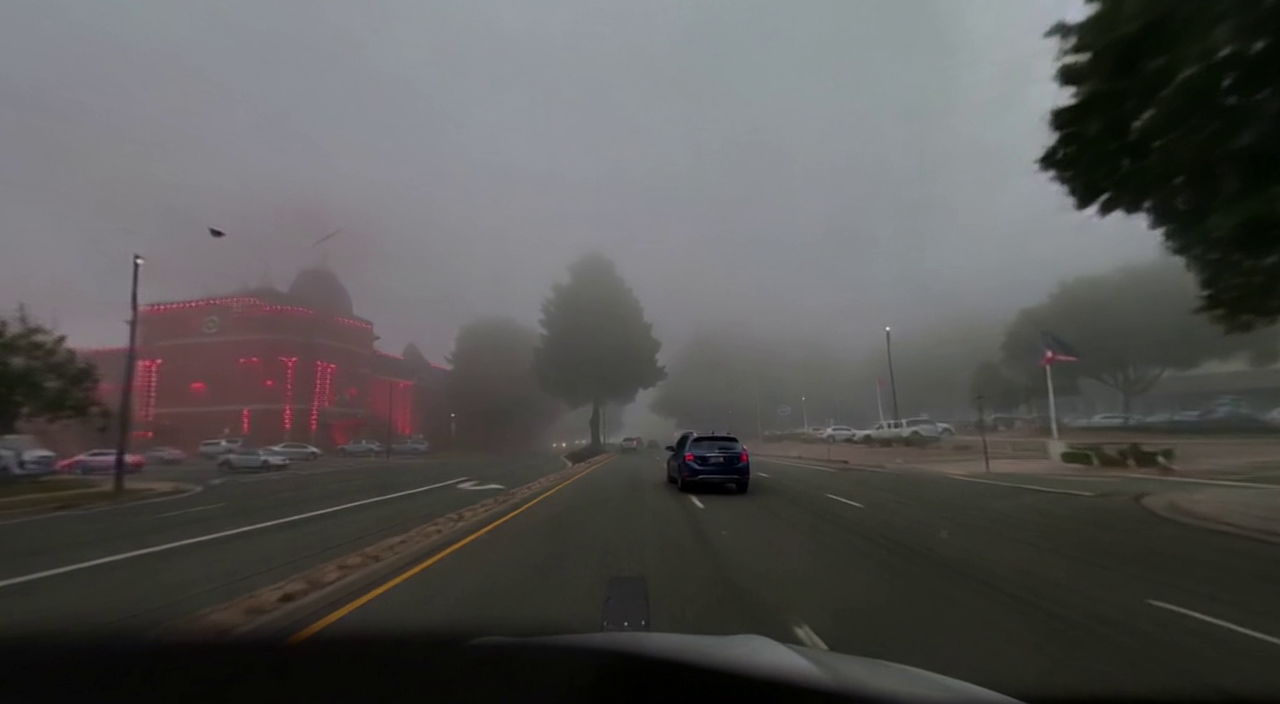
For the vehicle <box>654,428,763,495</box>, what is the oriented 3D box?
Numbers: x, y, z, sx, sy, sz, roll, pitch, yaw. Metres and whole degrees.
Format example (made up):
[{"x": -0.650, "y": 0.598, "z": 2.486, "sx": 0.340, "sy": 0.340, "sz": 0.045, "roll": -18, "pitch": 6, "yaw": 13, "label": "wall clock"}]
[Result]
[{"x": 1.610, "y": 2.816, "z": 16.612, "sx": 2.091, "sy": 1.472, "sz": 4.697, "roll": 0, "pitch": -8, "yaw": -3, "label": "vehicle"}]

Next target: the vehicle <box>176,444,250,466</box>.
[{"x": -33.572, "y": 8.068, "z": 49.638, "sx": 4.214, "sy": 1.609, "sz": 2.092, "roll": 0, "pitch": -8, "yaw": -2, "label": "vehicle"}]

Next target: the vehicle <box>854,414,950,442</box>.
[{"x": 19.563, "y": 5.726, "z": 47.200, "sx": 6.173, "sy": 1.962, "sz": 2.208, "roll": 0, "pitch": -9, "yaw": 0, "label": "vehicle"}]

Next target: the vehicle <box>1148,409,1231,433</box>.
[{"x": 34.135, "y": 4.350, "z": 39.324, "sx": 1.882, "sy": 1.392, "sz": 4.562, "roll": -2, "pitch": -8, "yaw": 12, "label": "vehicle"}]

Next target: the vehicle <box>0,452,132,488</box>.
[{"x": -23.497, "y": 4.793, "z": 25.672, "sx": 4.077, "sy": 1.342, "sz": 1.813, "roll": -1, "pitch": -8, "yaw": 4, "label": "vehicle"}]
